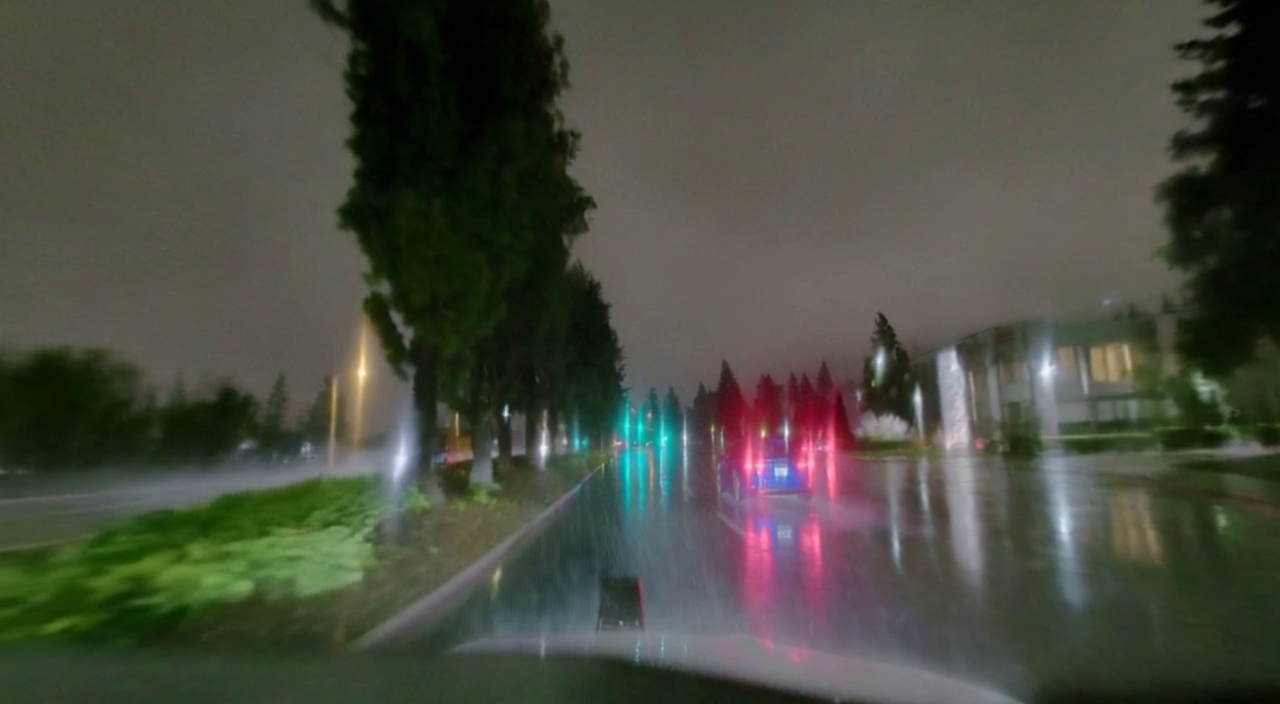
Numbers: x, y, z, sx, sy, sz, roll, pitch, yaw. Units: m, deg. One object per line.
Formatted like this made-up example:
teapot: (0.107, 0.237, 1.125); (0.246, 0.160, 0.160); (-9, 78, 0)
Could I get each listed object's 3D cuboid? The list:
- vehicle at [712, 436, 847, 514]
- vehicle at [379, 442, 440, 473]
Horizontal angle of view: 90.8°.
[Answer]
vehicle: (2.927, 2.668, 14.276); (1.950, 1.473, 4.259); (0, -8, -2)
vehicle: (-15.738, 7.207, 43.510); (2.234, 1.957, 5.941); (0, -8, -3)
